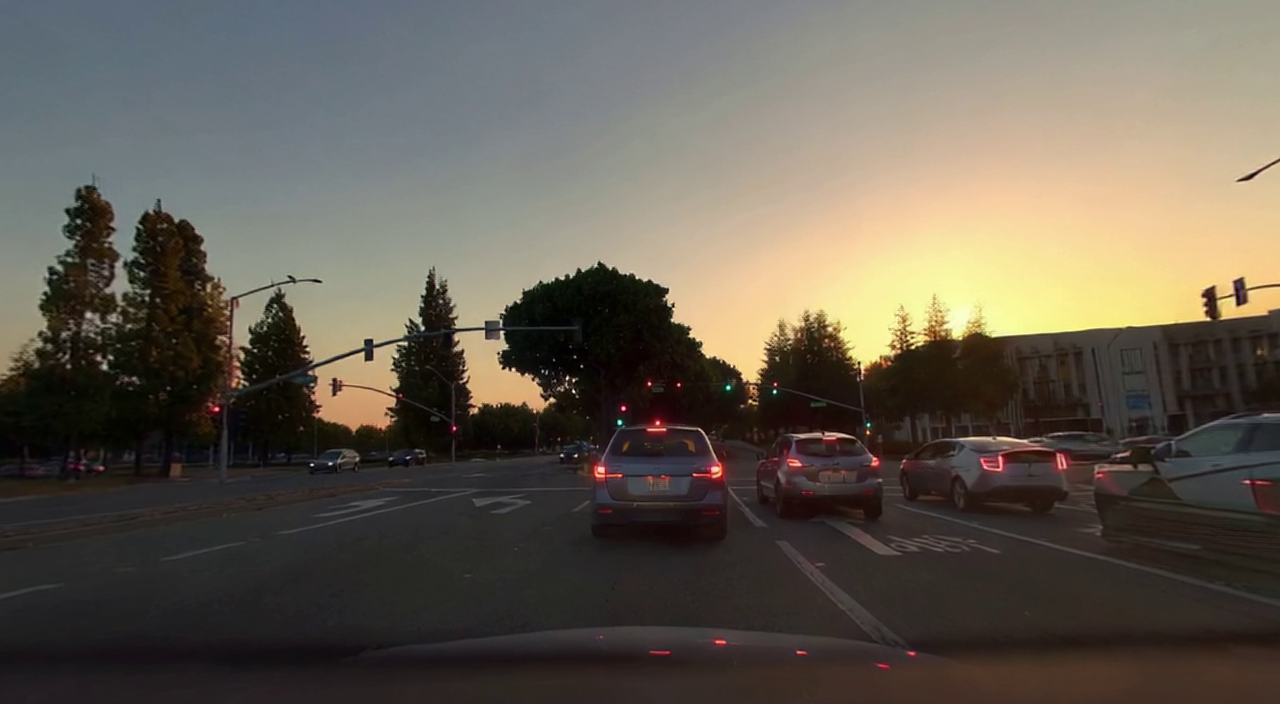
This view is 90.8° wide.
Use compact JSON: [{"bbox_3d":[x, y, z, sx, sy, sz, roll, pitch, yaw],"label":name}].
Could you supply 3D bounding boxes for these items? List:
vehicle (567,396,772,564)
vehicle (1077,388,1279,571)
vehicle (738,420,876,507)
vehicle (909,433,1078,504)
[{"bbox_3d":[0.278,1.706,8.994,2.211,1.795,4.179,0,-9,-1],"label":"vehicle"},{"bbox_3d":[7.376,1.357,6.880,2.074,1.791,4.393,0,-9,1],"label":"vehicle"},{"bbox_3d":[3.776,2.646,15.316,2.188,1.774,4.646,-1,-9,2],"label":"vehicle"},{"bbox_3d":[8.309,2.775,15.406,1.862,1.471,4.297,-1,-9,4],"label":"vehicle"}]
